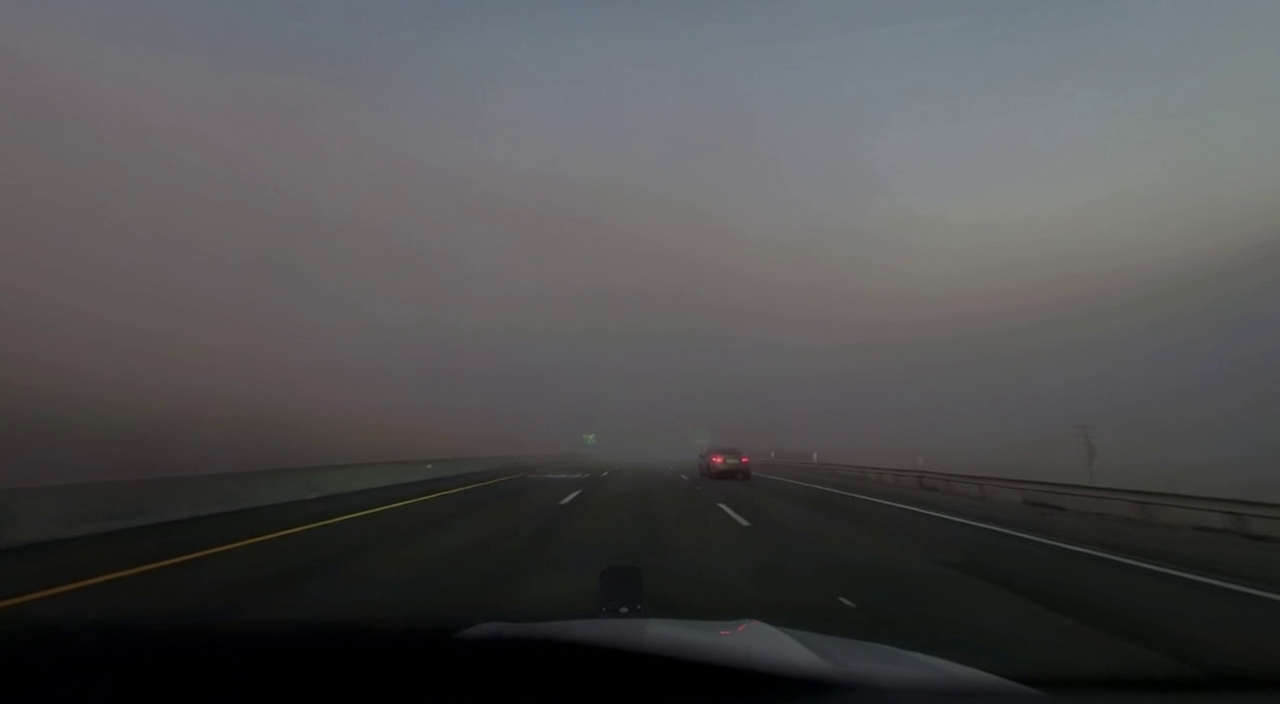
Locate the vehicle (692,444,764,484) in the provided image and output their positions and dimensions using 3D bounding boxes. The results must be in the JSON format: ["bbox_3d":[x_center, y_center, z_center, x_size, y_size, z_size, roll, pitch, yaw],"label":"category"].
[{"bbox_3d":[3.430,4.470,25.580,2.193,1.462,4.533,0,-8,-1],"label":"vehicle"}]
